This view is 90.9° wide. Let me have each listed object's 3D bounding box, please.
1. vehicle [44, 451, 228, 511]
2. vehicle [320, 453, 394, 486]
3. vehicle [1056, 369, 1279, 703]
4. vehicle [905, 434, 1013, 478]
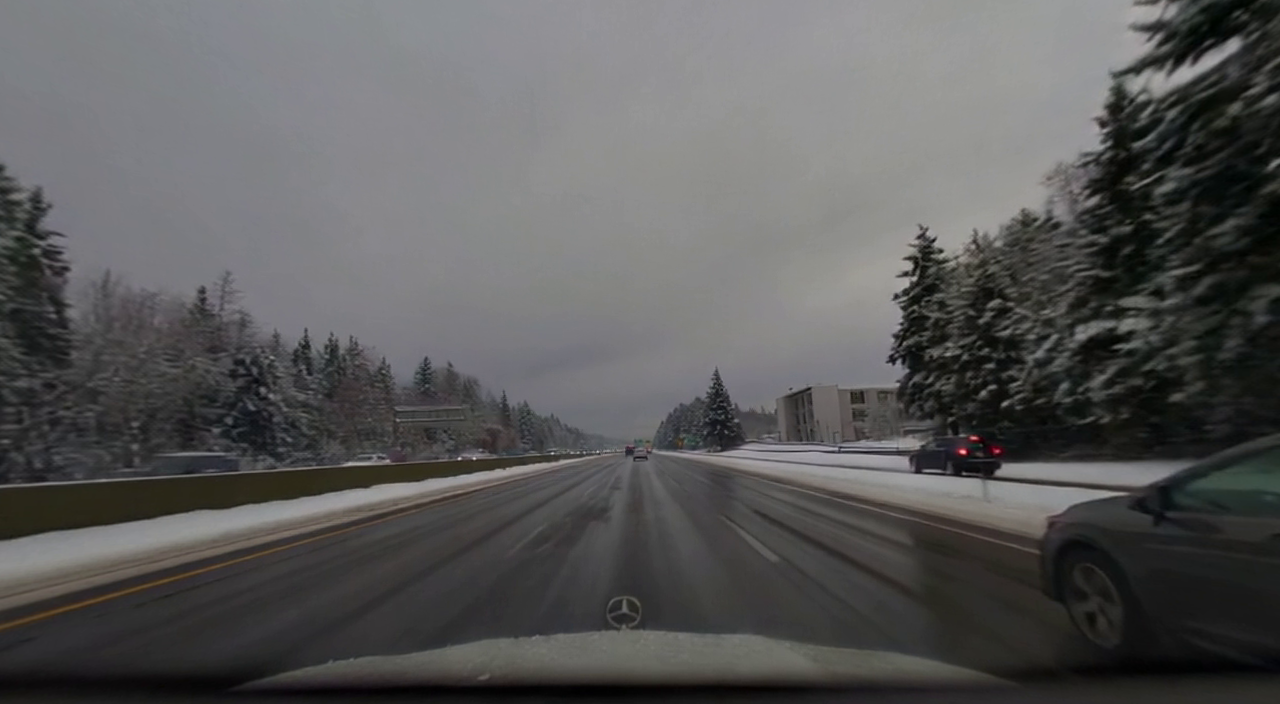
[{"bbox_3d":[-15.699,4.003,20.075,1.896,1.625,4.723,-1,-9,1],"label":"vehicle"},{"bbox_3d":[-15.595,6.472,35.009,1.972,1.614,4.406,-1,-9,1],"label":"vehicle"},{"bbox_3d":[3.764,0.782,2.071,1.930,1.628,4.099,0,-9,0],"label":"vehicle"},{"bbox_3d":[12.674,4.172,25.349,2.163,1.596,3.997,0,-9,-1],"label":"vehicle"}]
